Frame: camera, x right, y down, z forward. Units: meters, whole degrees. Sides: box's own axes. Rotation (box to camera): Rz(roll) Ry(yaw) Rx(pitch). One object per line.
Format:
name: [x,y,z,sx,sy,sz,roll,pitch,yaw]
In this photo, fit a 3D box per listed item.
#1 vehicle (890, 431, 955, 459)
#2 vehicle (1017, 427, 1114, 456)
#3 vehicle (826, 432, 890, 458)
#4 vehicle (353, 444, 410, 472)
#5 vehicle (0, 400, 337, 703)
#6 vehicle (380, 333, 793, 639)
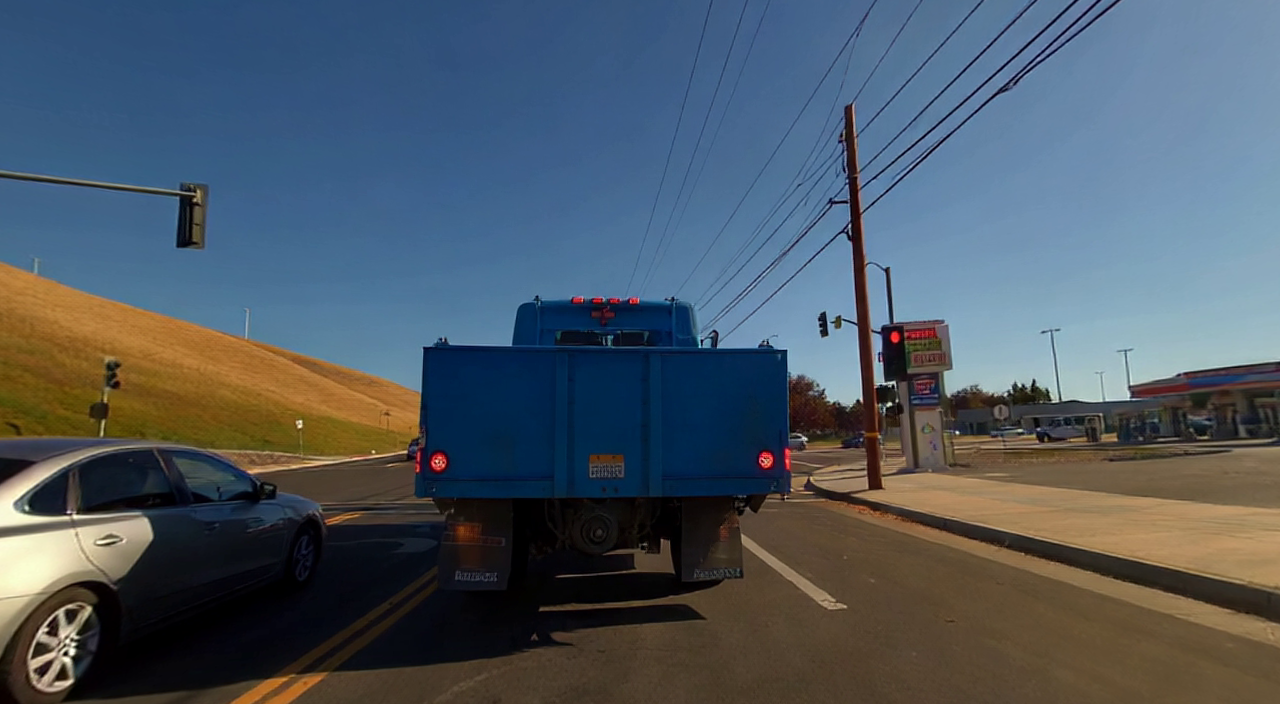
vehicle: [19.194,6.323,42.688,5.021,1.757,2.012,7,-11,-41]
vehicle: [25.565,5.401,37.917,4.419,1.496,1.854,-2,-9,1]
vehicle: [16.090,6.841,46.316,4.975,1.799,2.117,7,-11,-39]
vehicle: [-17.117,7.021,41.902,2.133,1.690,4.331,0,-9,-3]
vehicle: [-3.960,1.191,3.970,2.017,1.555,4.150,-1,-9,0]
vehicle: [-0.423,1.326,7.198,2.859,2.144,5.406,0,-9,-1]
